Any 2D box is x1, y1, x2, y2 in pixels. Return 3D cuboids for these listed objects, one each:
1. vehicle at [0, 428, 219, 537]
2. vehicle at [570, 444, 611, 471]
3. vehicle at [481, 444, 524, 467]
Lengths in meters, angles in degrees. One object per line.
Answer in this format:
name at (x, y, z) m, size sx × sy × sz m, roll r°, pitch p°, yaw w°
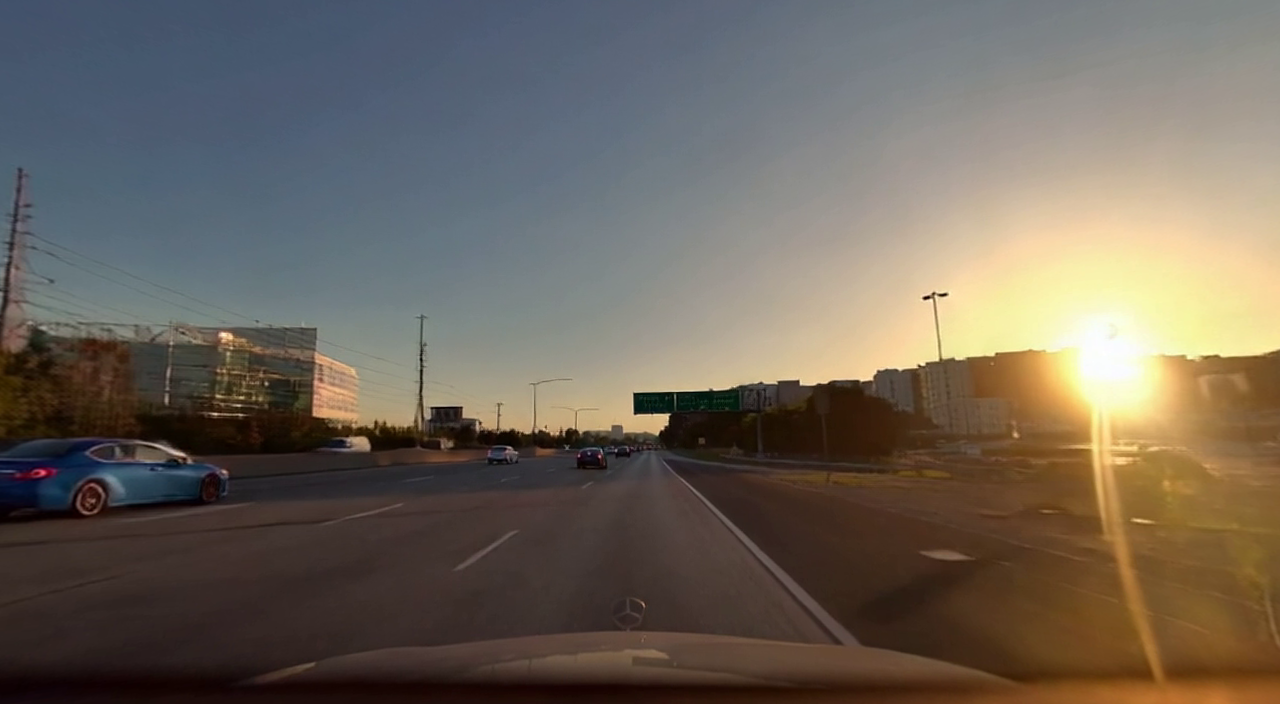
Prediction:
vehicle at (-10.064, 2.161, 11.005) m, size 2.002 × 1.526 × 4.822 m, roll 0°, pitch -8°, yaw 2°
vehicle at (-2.925, 6.319, 38.063) m, size 2.050 × 1.479 × 4.342 m, roll 0°, pitch -8°, yaw 1°
vehicle at (-9.487, 7.157, 43.796) m, size 1.930 × 1.490 × 3.955 m, roll 0°, pitch -8°, yaw 2°
